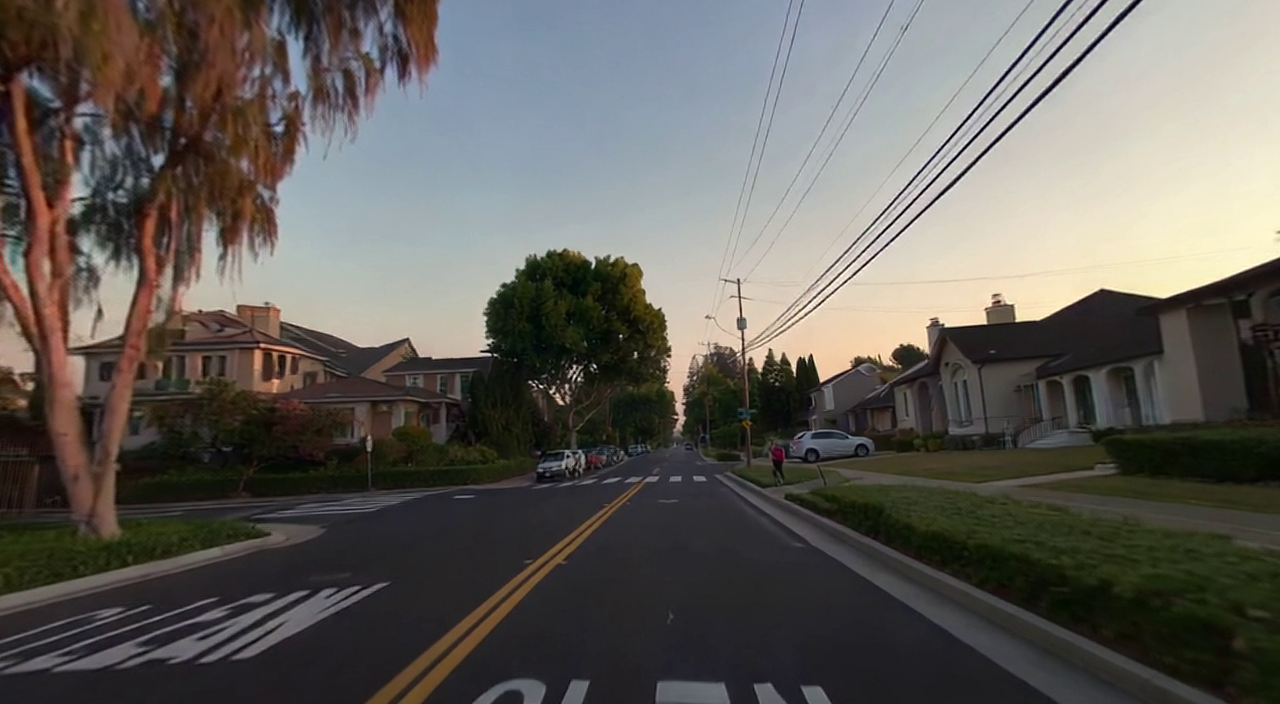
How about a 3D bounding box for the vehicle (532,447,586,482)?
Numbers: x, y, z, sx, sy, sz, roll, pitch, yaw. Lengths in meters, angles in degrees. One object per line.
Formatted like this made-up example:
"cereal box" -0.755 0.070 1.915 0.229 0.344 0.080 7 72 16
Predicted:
"vehicle" -4.432 6.289 35.540 2.203 1.787 4.704 -1 -8 3
